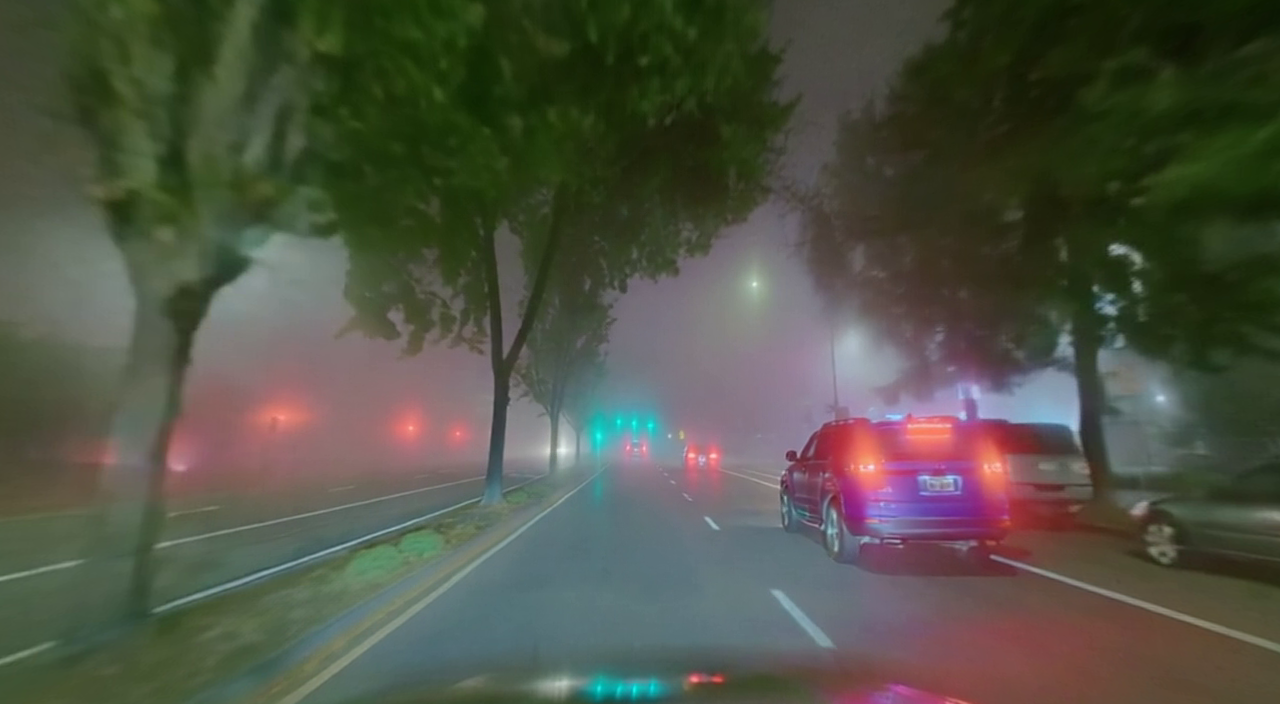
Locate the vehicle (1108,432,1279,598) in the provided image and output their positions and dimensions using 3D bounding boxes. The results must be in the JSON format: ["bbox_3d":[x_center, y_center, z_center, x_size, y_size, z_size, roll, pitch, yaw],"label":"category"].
[{"bbox_3d":[7.245,1.587,6.062,1.901,1.620,4.565,0,-8,0],"label":"vehicle"}]

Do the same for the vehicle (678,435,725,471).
[{"bbox_3d":[3.298,5.551,34.877,2.085,1.828,5.383,0,-8,0],"label":"vehicle"}]

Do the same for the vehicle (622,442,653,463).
[{"bbox_3d":[-0.158,7.274,45.670,2.131,1.474,4.146,0,-8,0],"label":"vehicle"}]

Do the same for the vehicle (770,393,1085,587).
[{"bbox_3d":[3.237,1.653,8.324,2.033,1.865,4.360,0,-8,-1],"label":"vehicle"}]
